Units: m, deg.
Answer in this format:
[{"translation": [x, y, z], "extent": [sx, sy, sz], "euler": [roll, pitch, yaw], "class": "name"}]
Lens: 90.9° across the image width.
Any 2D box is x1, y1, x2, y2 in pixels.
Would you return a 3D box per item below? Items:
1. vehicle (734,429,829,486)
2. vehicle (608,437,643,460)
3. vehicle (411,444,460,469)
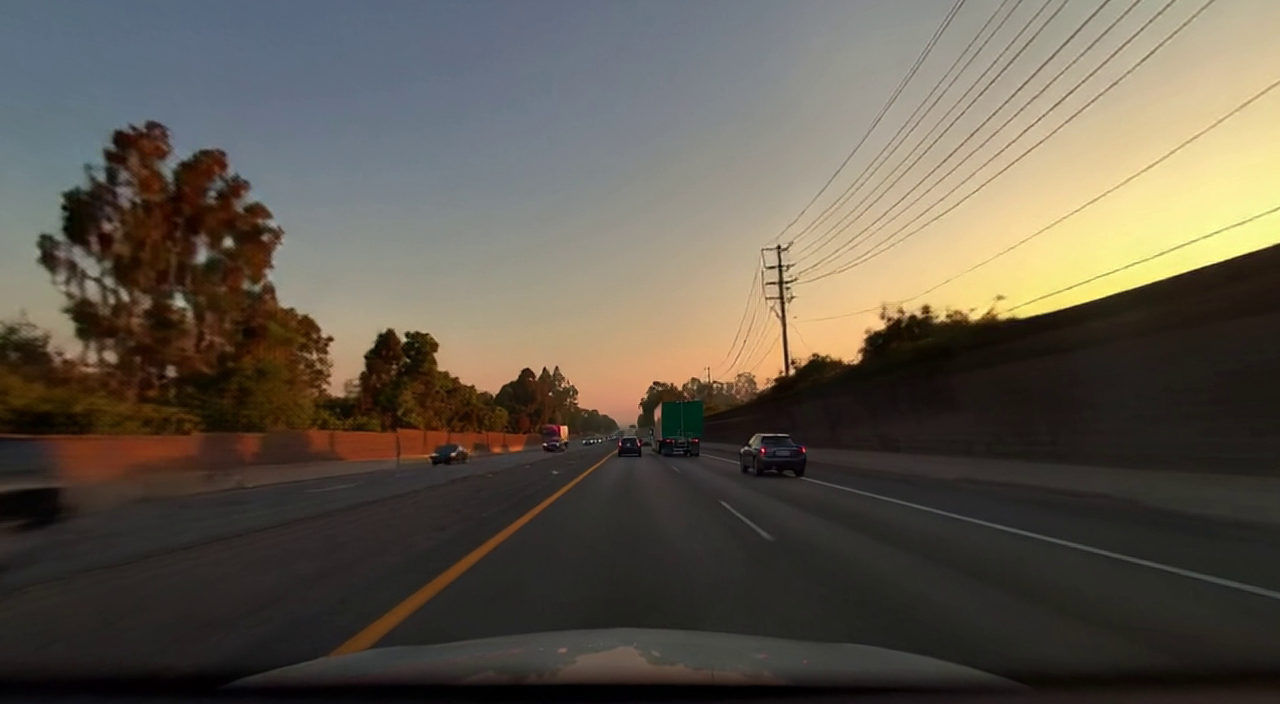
[{"translation": [4.259, 3.202, 19.597], "extent": [1.930, 1.573, 3.853], "euler": [0, -8, -2], "class": "vehicle"}, {"translation": [-0.960, 6.325, 41.612], "extent": [2.163, 1.466, 3.693], "euler": [0, -8, -1], "class": "vehicle"}, {"translation": [-13.673, 6.964, 42.417], "extent": [1.837, 1.523, 4.377], "euler": [0, -8, -1], "class": "vehicle"}]
